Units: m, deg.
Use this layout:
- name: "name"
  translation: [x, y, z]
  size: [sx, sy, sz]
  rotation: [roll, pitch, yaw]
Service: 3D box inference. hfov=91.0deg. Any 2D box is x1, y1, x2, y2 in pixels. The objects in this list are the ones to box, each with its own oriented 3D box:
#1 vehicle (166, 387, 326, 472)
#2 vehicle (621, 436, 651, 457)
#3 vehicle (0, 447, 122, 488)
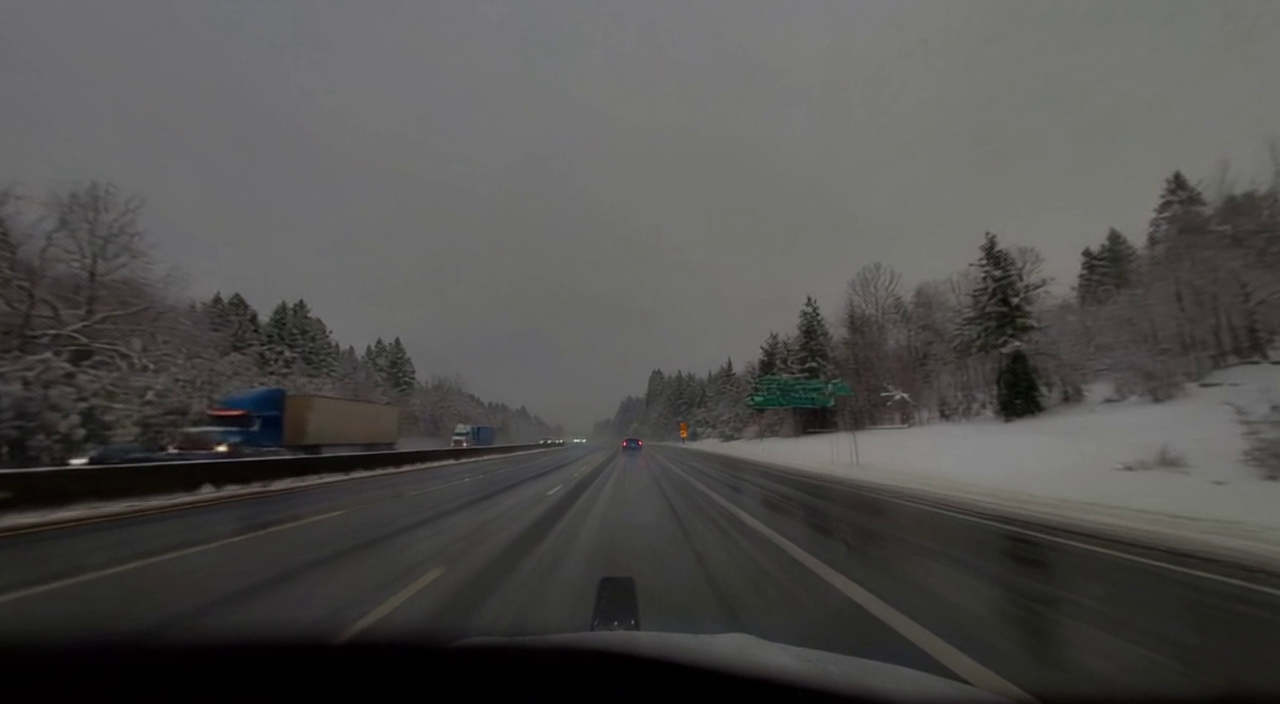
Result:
- name: "vehicle"
  translation: [-18.972, 3.898, 31.173]
  size: [2.910, 3.648, 7.942]
  rotation: [0, -8, -2]
- name: "vehicle"
  translation: [-0.319, 6.868, 45.743]
  size: [2.028, 1.440, 3.690]
  rotation: [0, -8, -2]
- name: "vehicle"
  translation: [-22.725, 4.485, 24.710]
  size: [1.735, 1.426, 3.633]
  rotation: [0, -8, -1]
